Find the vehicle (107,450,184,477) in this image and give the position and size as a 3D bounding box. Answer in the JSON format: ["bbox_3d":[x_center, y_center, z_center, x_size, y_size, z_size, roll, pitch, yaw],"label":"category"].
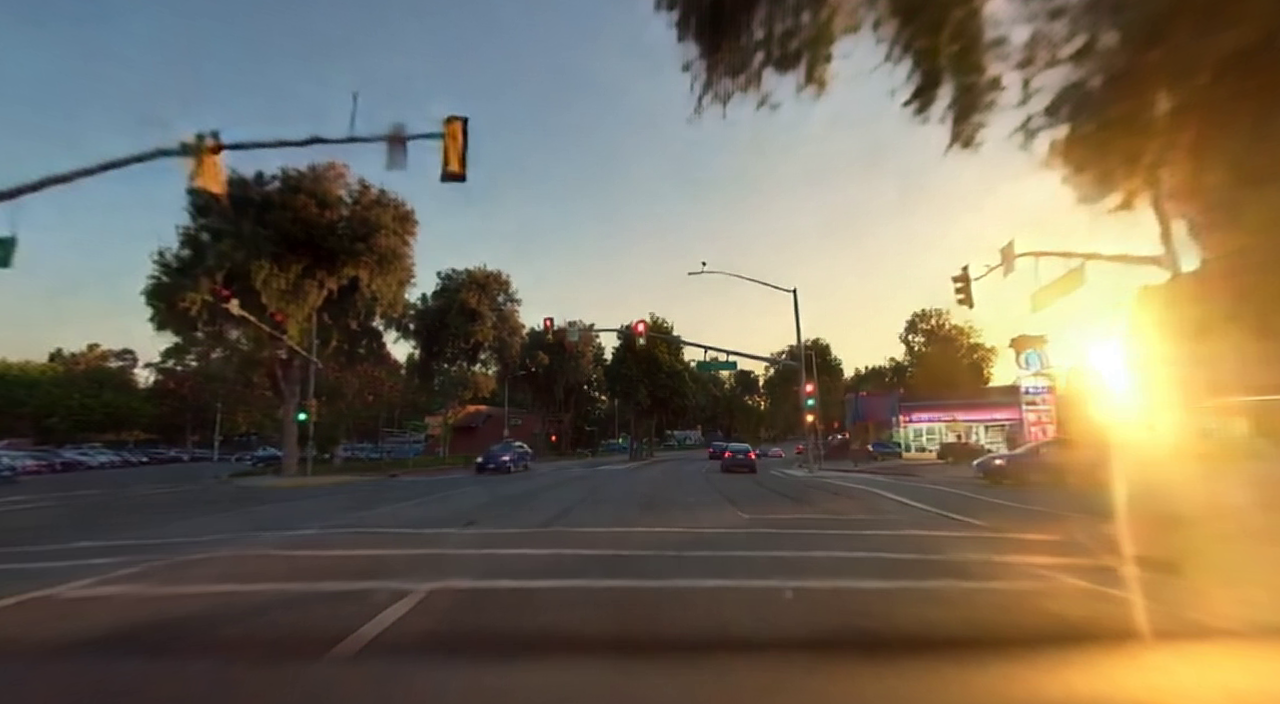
[{"bbox_3d":[-36.277,8.179,46.401,2.122,1.801,4.427,0,-8,-1],"label":"vehicle"}]

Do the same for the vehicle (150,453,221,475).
[{"bbox_3d":[-33.786,8.328,47.011,1.802,1.442,4.601,0,-8,2],"label":"vehicle"}]

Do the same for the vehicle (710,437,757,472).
[{"bbox_3d":[4.910,5.469,33.761,2.311,1.715,4.287,-1,-8,6],"label":"vehicle"}]

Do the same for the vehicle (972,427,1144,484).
[{"bbox_3d":[15.244,3.789,23.218,4.713,1.969,2.201,0,-8,-2],"label":"vehicle"}]

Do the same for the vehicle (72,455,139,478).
[{"bbox_3d":[-39.205,8.389,46.312,1.799,1.452,3.649,-2,-7,-1],"label":"vehicle"}]

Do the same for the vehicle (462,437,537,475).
[{"bbox_3d":[-6.734,5.042,30.712,2.309,1.702,4.323,-1,-8,5],"label":"vehicle"}]

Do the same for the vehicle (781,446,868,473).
[{"bbox_3d":[10.526,6.137,36.241,1.938,1.466,4.434,6,-10,-36],"label":"vehicle"}]
